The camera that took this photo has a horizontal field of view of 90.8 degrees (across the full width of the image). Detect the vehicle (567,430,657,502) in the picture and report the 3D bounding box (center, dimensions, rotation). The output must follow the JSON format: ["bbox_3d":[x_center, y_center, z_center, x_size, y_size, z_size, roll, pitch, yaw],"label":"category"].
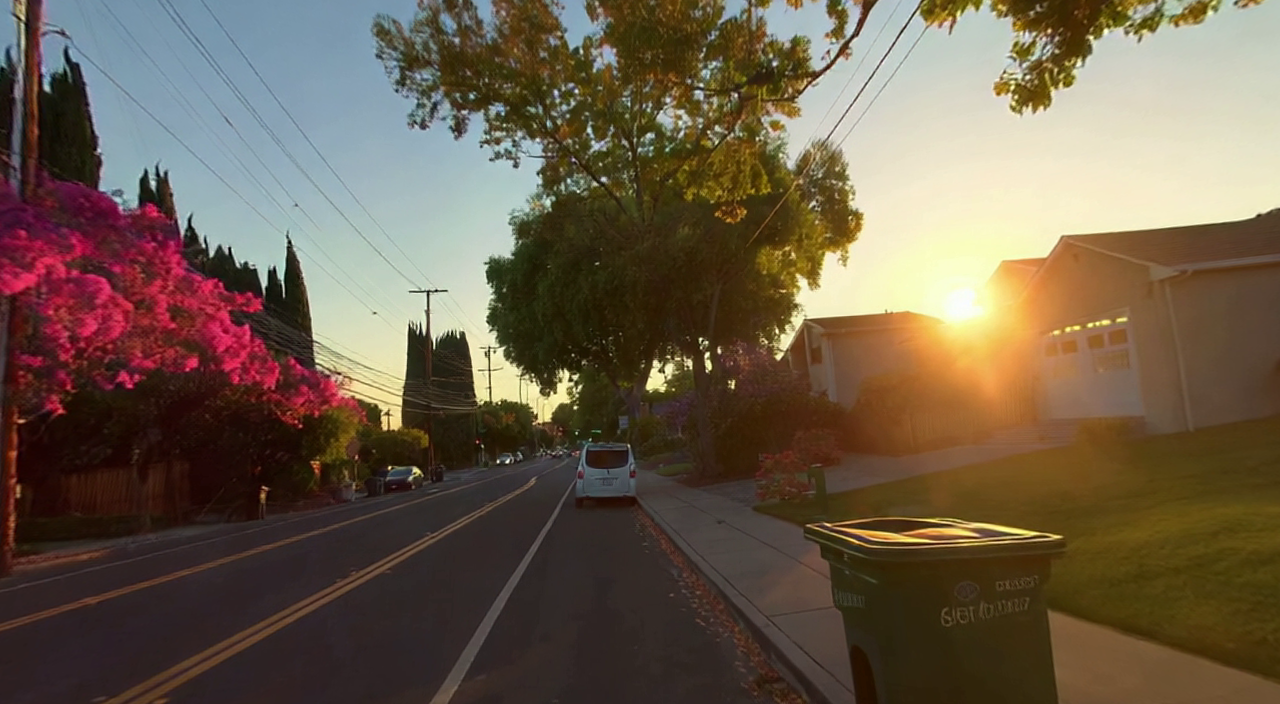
[{"bbox_3d":[-0.829,3.067,17.388,2.190,1.708,4.115,0,-8,-4],"label":"vehicle"}]

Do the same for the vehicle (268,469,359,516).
[{"bbox_3d":[-13.772,5.911,26.975,1.982,1.660,4.142,1,-8,-6],"label":"vehicle"}]
